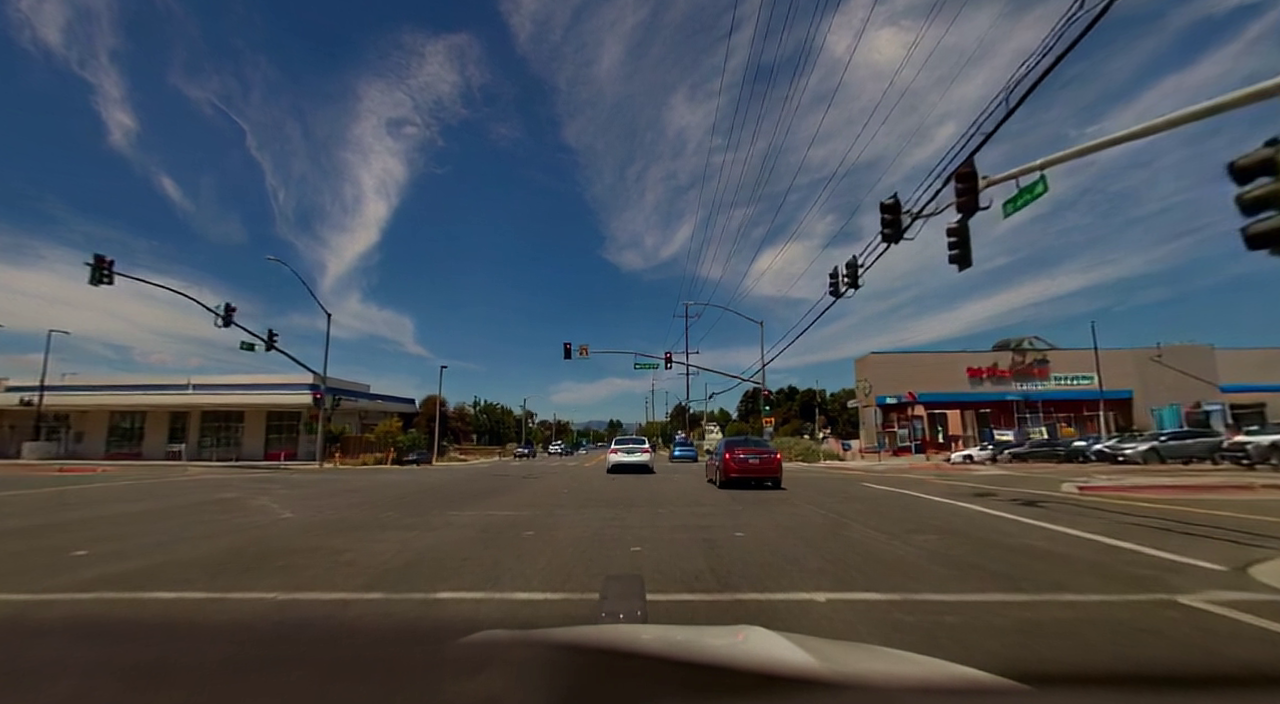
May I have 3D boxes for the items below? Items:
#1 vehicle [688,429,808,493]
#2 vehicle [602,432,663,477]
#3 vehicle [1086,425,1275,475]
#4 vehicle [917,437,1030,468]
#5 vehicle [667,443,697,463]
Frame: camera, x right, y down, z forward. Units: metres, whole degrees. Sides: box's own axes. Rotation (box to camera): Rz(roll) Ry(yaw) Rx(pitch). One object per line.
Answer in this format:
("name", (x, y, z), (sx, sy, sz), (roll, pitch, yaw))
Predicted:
("vehicle", (2.663, 2.837, 16.807), (2.208, 1.436, 4.542), (0, -8, -2))
("vehicle", (-0.275, 3.751, 23.353), (2.065, 1.484, 3.894), (0, -8, -1))
("vehicle", (17.419, 3.174, 20.514), (4.436, 1.503, 1.844), (0, -8, -2))
("vehicle", (17.067, 5.152, 32.479), (4.749, 1.465, 1.938), (0, -8, -3))
("vehicle", (3.250, 7.893, 49.568), (1.971, 1.477, 4.121), (0, -8, -1))
